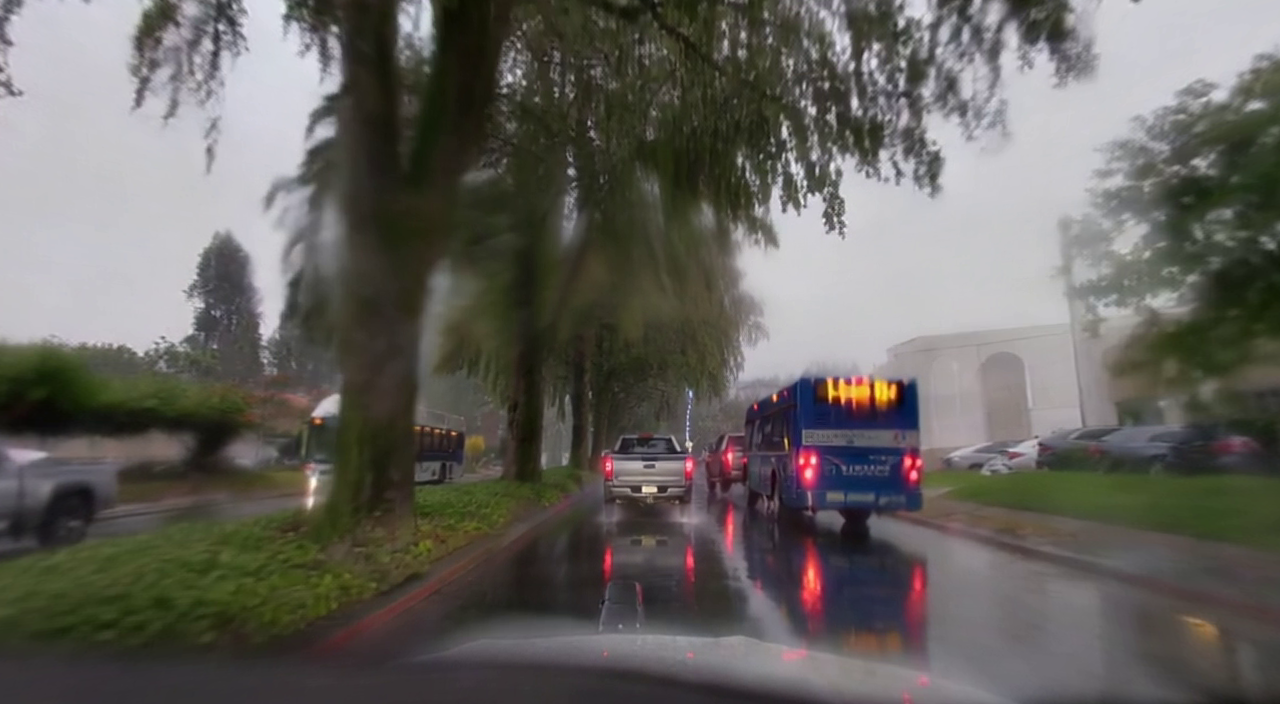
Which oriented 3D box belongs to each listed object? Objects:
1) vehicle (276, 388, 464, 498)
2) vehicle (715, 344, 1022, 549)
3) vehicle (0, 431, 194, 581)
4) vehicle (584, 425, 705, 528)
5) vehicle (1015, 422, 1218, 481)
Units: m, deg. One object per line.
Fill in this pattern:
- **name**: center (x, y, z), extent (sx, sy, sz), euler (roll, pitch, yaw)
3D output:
- **vehicle**: center (-11.672, 4.260, 29.580), extent (2.996, 4.022, 12.692), euler (0, -8, 1)
- **vehicle**: center (4.020, 2.156, 14.727), extent (3.088, 3.057, 10.503), euler (0, -8, -1)
- **vehicle**: center (-8.476, 1.909, 8.125), extent (2.028, 1.728, 4.630), euler (0, -8, 1)
- **vehicle**: center (0.050, 2.648, 14.178), extent (2.157, 1.816, 5.804), euler (0, -8, -1)
- **vehicle**: center (14.456, 3.053, 19.401), extent (4.452, 1.554, 2.158), euler (-2, -9, -1)
